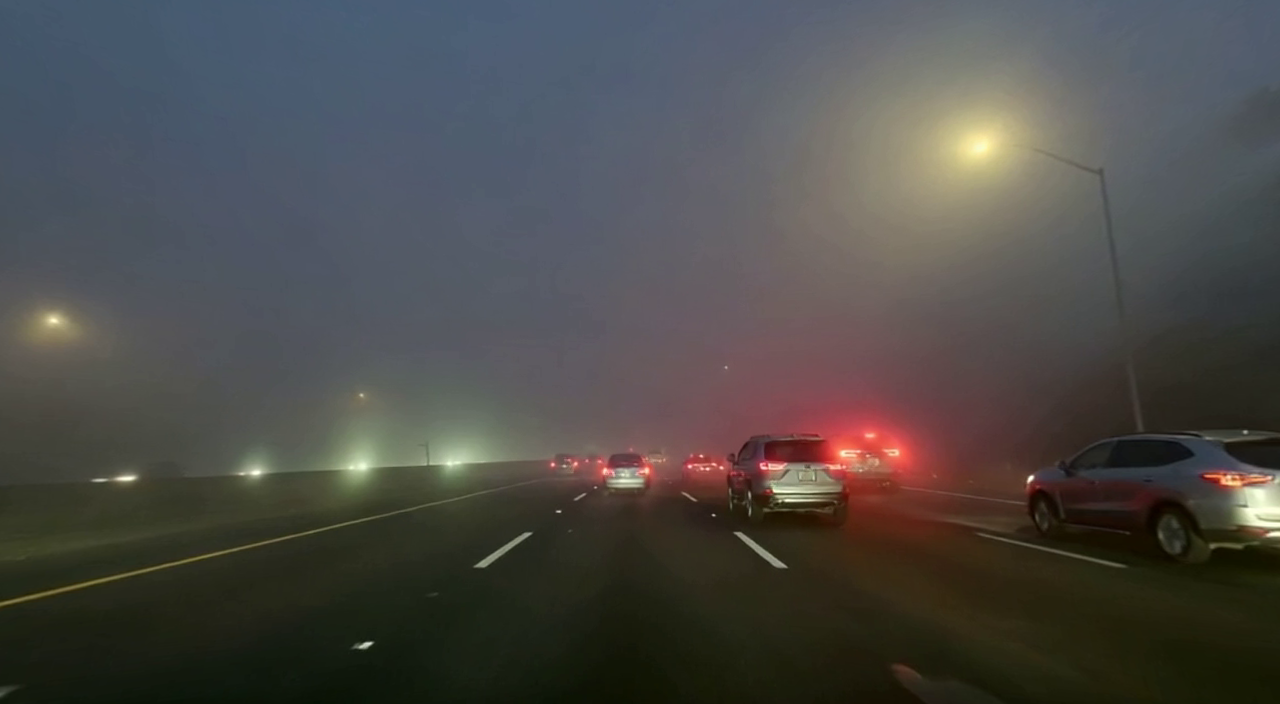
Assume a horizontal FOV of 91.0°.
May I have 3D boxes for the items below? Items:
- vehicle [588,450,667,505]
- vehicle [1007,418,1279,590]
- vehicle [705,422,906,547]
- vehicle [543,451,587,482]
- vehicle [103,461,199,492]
[{"bbox_3d":[-0.319,3.773,19.361,2.157,1.495,4.038,0,-9,1],"label":"vehicle"},{"bbox_3d":[7.167,1.810,8.272,1.972,1.647,4.429,0,-9,0],"label":"vehicle"},{"bbox_3d":[2.553,2.182,10.949,2.230,1.740,3.976,1,-9,-3],"label":"vehicle"},{"bbox_3d":[-4.178,6.385,35.484,1.889,1.600,4.043,0,-9,1],"label":"vehicle"},{"bbox_3d":[-28.917,7.325,37.445,1.914,1.634,4.517,0,-9,1],"label":"vehicle"}]
